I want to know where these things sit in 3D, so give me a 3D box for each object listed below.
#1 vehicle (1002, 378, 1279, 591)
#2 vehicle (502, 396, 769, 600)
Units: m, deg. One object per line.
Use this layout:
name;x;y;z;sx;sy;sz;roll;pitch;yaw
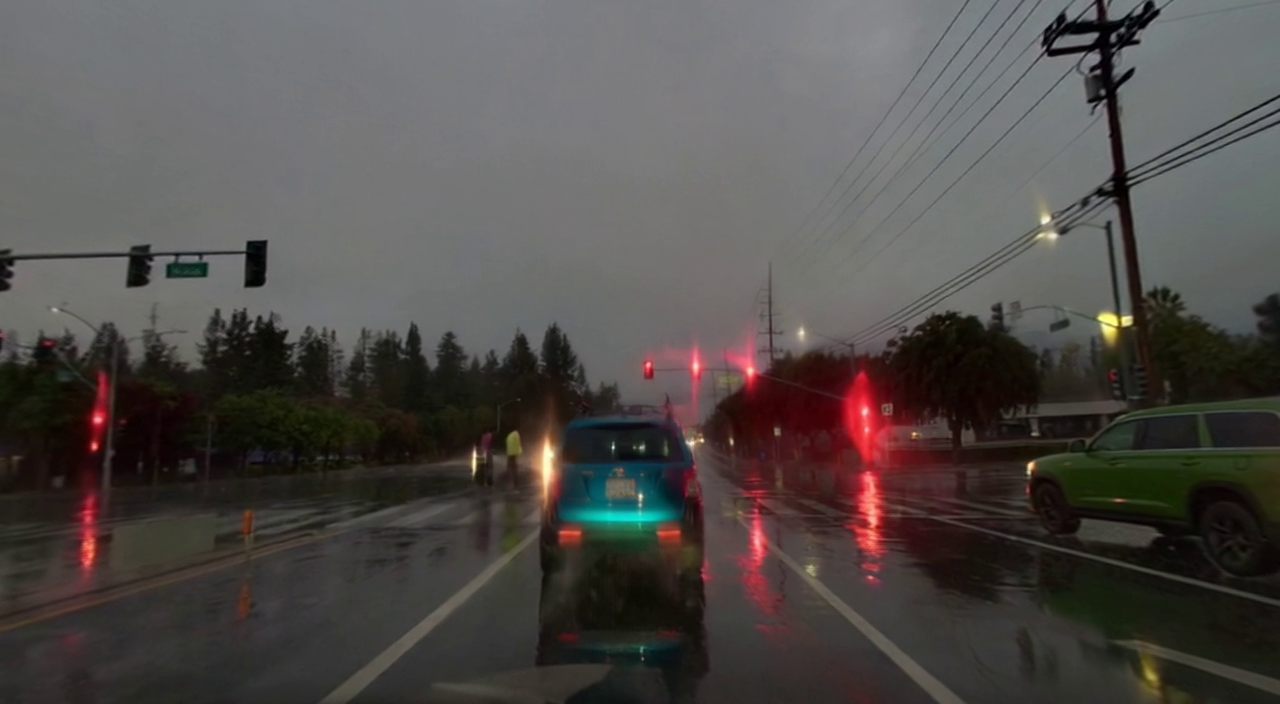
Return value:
vehicle;6.621;1.399;7.191;2.119;1.827;4.806;0;-9;0
vehicle;-0.065;1.571;7.623;2.285;1.729;4.252;0;-9;-1
